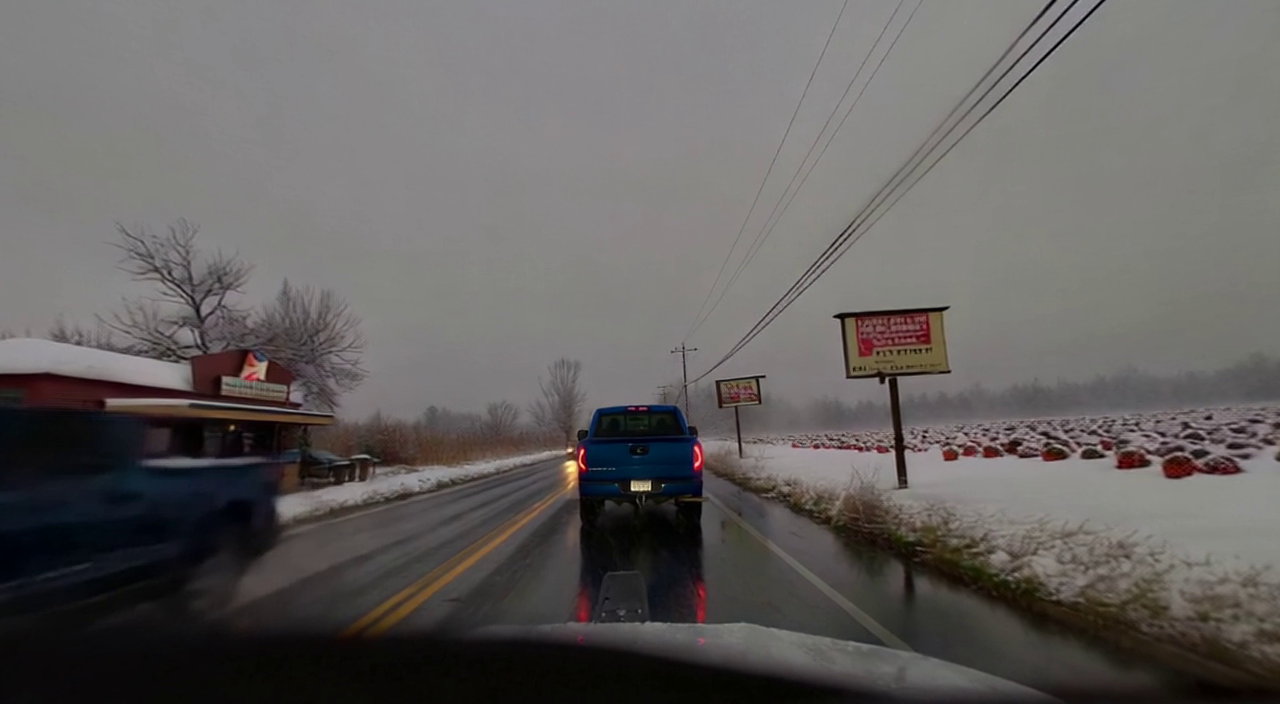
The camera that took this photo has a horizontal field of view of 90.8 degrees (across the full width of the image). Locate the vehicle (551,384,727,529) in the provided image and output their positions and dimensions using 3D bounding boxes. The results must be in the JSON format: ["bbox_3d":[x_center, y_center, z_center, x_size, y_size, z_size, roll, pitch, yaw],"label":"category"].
[{"bbox_3d":[-0.098,2.047,12.762,2.693,2.223,5.885,0,-8,-2],"label":"vehicle"}]

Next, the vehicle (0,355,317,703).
[{"bbox_3d":[-3.946,0.960,3.212,2.190,1.746,4.616,0,-8,-1],"label":"vehicle"}]
